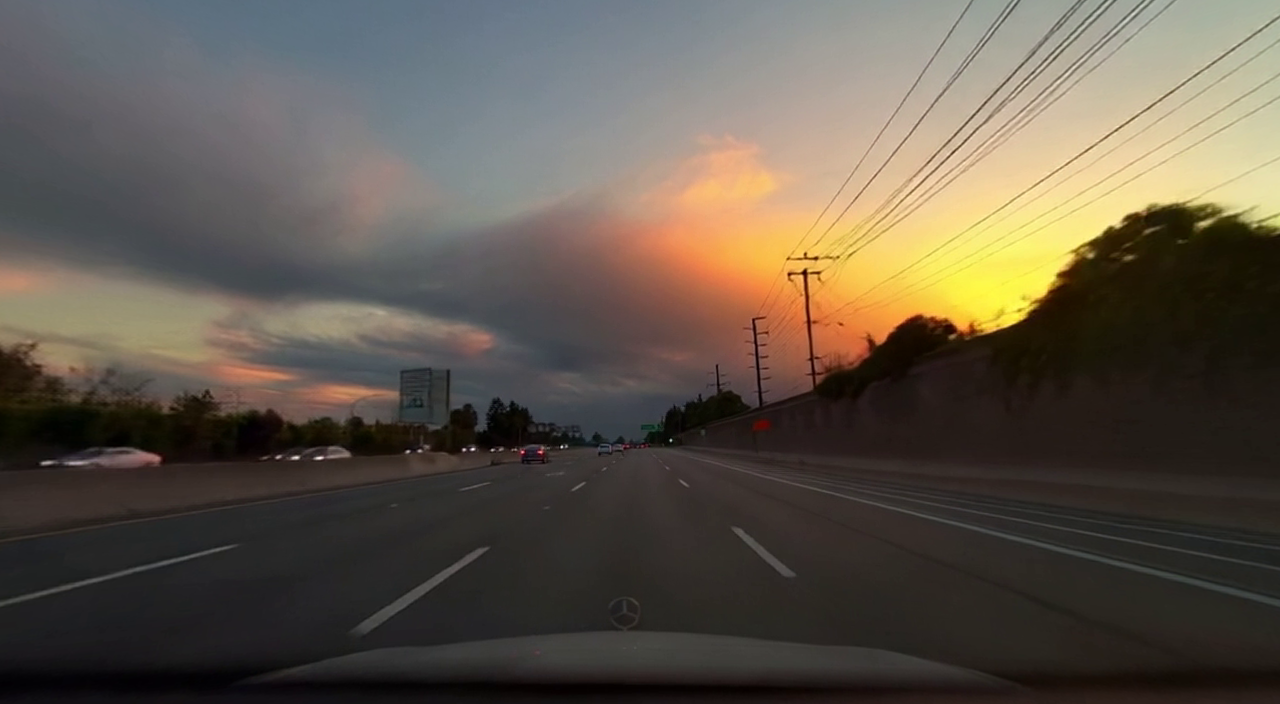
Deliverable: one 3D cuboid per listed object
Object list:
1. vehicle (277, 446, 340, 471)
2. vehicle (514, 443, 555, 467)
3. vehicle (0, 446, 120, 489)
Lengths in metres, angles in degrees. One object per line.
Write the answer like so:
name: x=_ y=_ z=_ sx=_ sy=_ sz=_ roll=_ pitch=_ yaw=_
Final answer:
vehicle: x=-22.252 y=7.140 z=42.423 sx=1.864 sy=1.549 sz=4.366 roll=0 pitch=-9 yaw=-1
vehicle: x=-7.206 y=7.095 z=43.479 sx=2.034 sy=1.563 sz=4.476 roll=0 pitch=-9 yaw=1
vehicle: x=-25.944 y=5.008 z=27.620 sx=2.017 sy=1.682 sz=4.902 roll=0 pitch=-9 yaw=0
